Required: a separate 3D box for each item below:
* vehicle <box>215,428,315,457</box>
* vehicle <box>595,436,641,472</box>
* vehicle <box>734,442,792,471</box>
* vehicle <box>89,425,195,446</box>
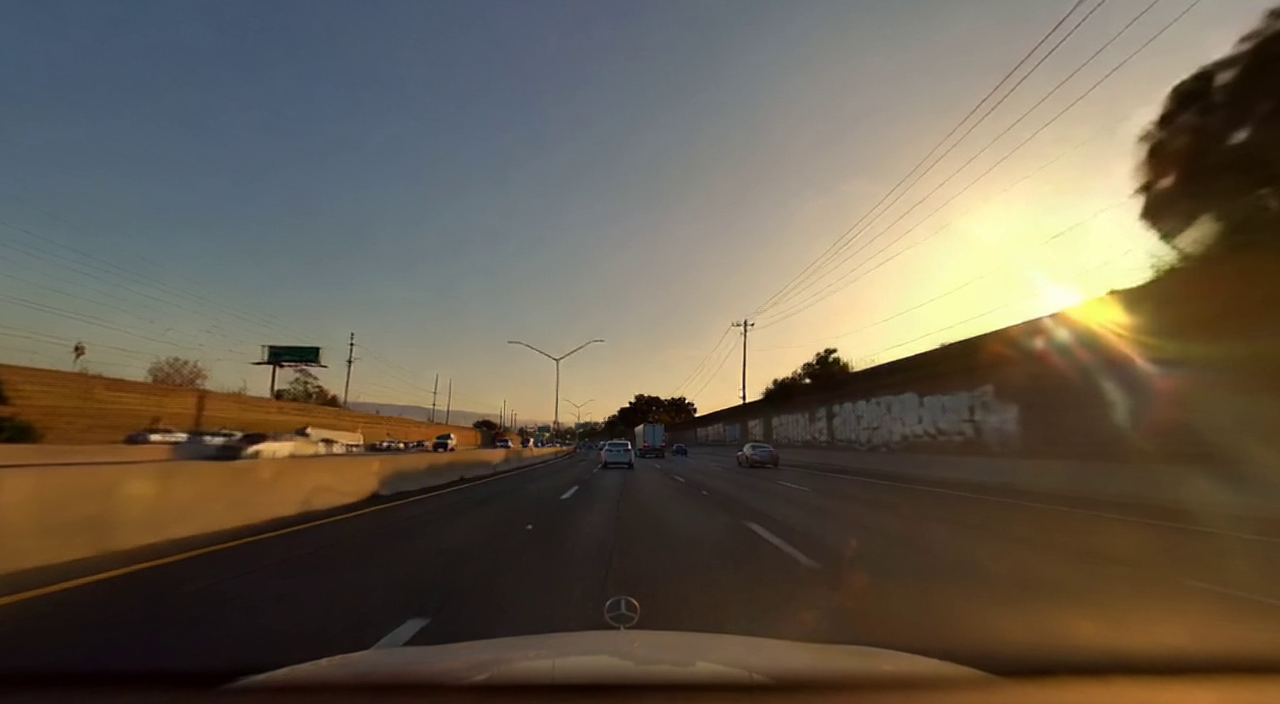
[{"bbox_3d":[-17.641,4.332,30.029,1.950,1.247,4.667,0,-9,-1],"label":"vehicle"},{"bbox_3d":[-1.078,5.140,31.901,2.191,1.685,3.353,0,-9,-2],"label":"vehicle"},{"bbox_3d":[6.642,5.684,34.559,2.018,1.451,4.762,0,-9,-3],"label":"vehicle"},{"bbox_3d":[-30.761,5.245,39.236,4.754,1.232,2.178,4,-10,-26],"label":"vehicle"}]
